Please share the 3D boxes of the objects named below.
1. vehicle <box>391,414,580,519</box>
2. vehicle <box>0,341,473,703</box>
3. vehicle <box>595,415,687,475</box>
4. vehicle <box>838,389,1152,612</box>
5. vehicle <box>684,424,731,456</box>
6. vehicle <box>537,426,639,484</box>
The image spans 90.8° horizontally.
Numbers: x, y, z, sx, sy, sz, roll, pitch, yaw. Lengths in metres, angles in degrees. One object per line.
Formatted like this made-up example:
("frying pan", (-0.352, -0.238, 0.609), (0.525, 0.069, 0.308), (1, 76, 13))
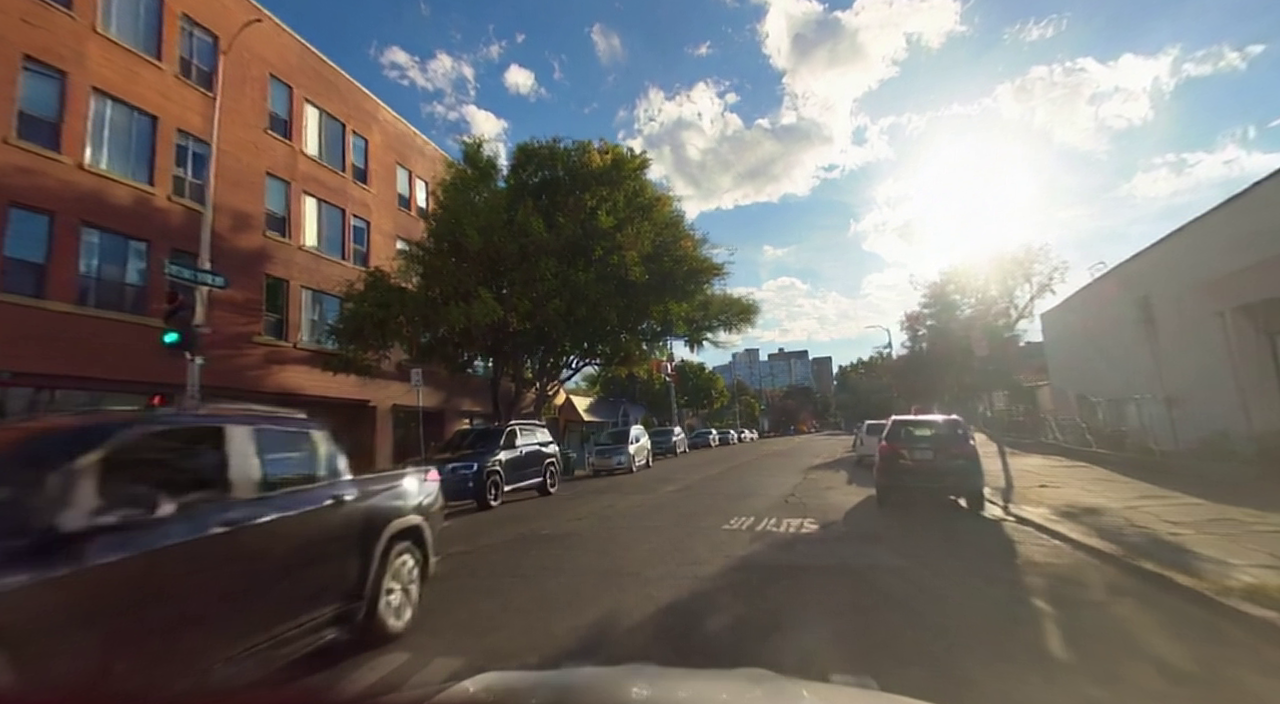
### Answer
("vehicle", (-3.742, 2.814, 16.560), (2.120, 2.078, 5.403), (-8, -7, 18))
("vehicle", (-2.982, 1.046, 3.446), (2.181, 1.723, 4.692), (-3, -9, 10))
("vehicle", (0.197, 3.968, 27.758), (2.260, 2.136, 5.669), (-7, -7, 17))
("vehicle", (3.190, 1.346, 6.636), (1.892, 1.481, 4.365), (-4, -9, 19))
("vehicle", (4.412, 5.604, 40.585), (1.948, 1.693, 4.325), (-7, -7, 19))
("vehicle", (-1.711, 3.582, 22.165), (1.960, 1.765, 4.343), (-4, -9, 19))
